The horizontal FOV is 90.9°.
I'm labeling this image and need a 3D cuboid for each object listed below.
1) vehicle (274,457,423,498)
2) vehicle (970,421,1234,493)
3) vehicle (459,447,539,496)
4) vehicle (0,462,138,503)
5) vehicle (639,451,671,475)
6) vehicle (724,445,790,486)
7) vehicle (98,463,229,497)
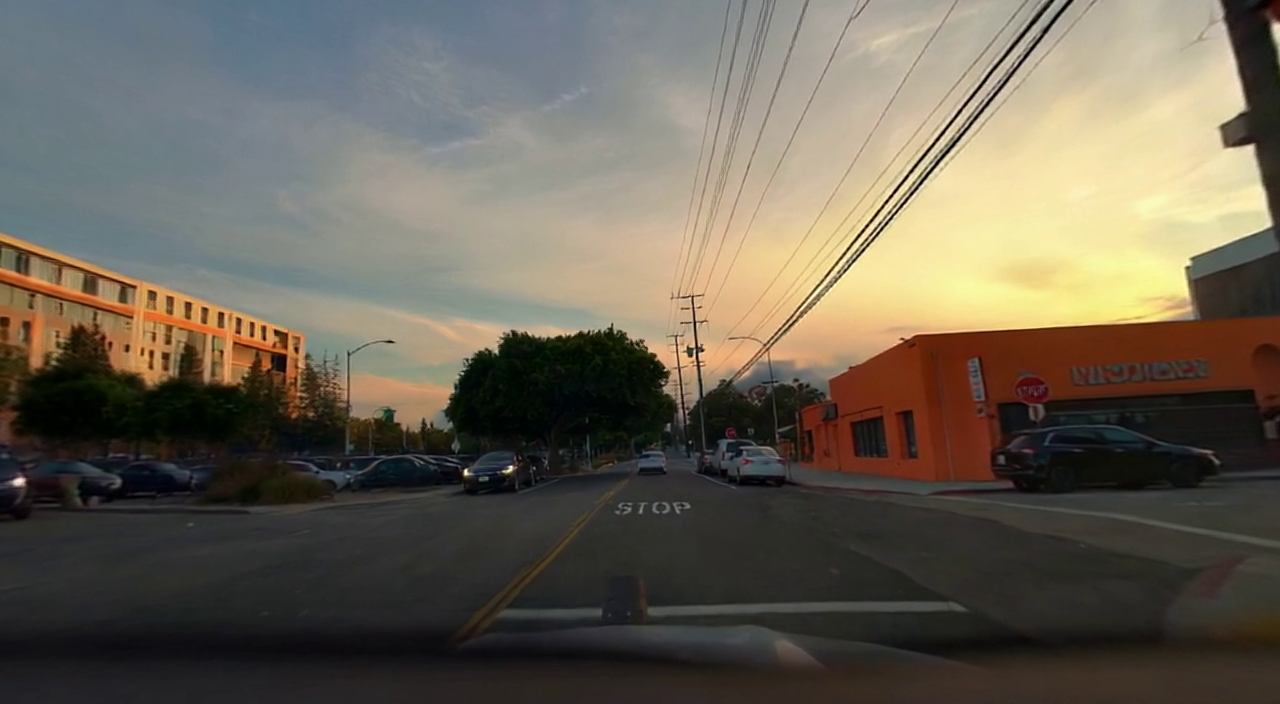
[{"bbox_3d":[-11.522,4.979,25.193,4.968,1.493,1.961,0,-8,-2],"label":"vehicle"},{"bbox_3d":[11.589,2.652,16.073,5.255,1.688,1.994,1,-9,-4],"label":"vehicle"},{"bbox_3d":[-5.575,4.779,25.731,2.146,1.775,5.117,0,-8,-1],"label":"vehicle"},{"bbox_3d":[-22.792,5.120,24.836,4.394,1.444,1.850,0,-8,-1],"label":"vehicle"},{"bbox_3d":[0.925,7.444,42.348,2.033,1.464,4.645,0,-8,0],"label":"vehicle"},{"bbox_3d":[4.476,4.408,24.837,1.840,1.452,4.517,0,-8,2],"label":"vehicle"},{"bbox_3d":[-22.869,6.136,30.374,4.660,1.488,1.930,0,-8,-2],"label":"vehicle"}]
